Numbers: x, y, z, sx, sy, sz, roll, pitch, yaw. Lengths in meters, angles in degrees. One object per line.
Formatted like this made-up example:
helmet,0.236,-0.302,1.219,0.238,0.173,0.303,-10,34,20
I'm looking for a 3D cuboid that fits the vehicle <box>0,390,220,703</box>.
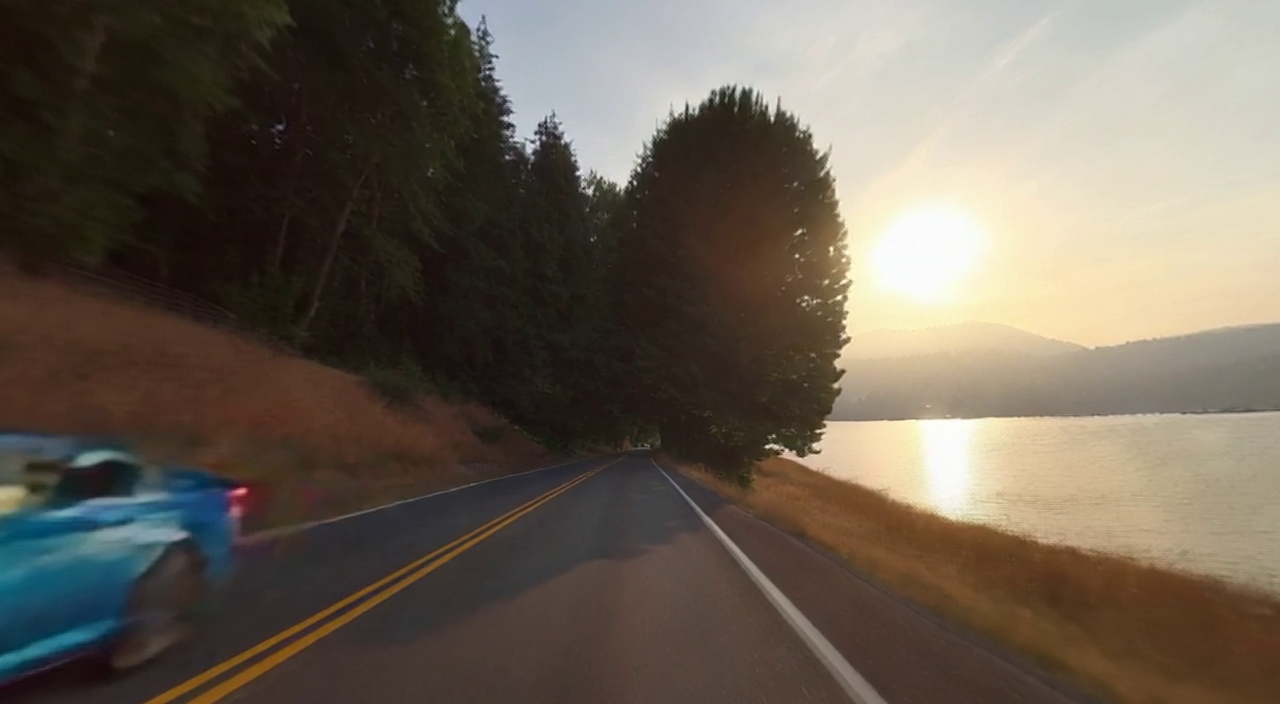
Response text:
vehicle,-4.157,0.873,2.223,2.179,1.579,4.637,0,-8,0
